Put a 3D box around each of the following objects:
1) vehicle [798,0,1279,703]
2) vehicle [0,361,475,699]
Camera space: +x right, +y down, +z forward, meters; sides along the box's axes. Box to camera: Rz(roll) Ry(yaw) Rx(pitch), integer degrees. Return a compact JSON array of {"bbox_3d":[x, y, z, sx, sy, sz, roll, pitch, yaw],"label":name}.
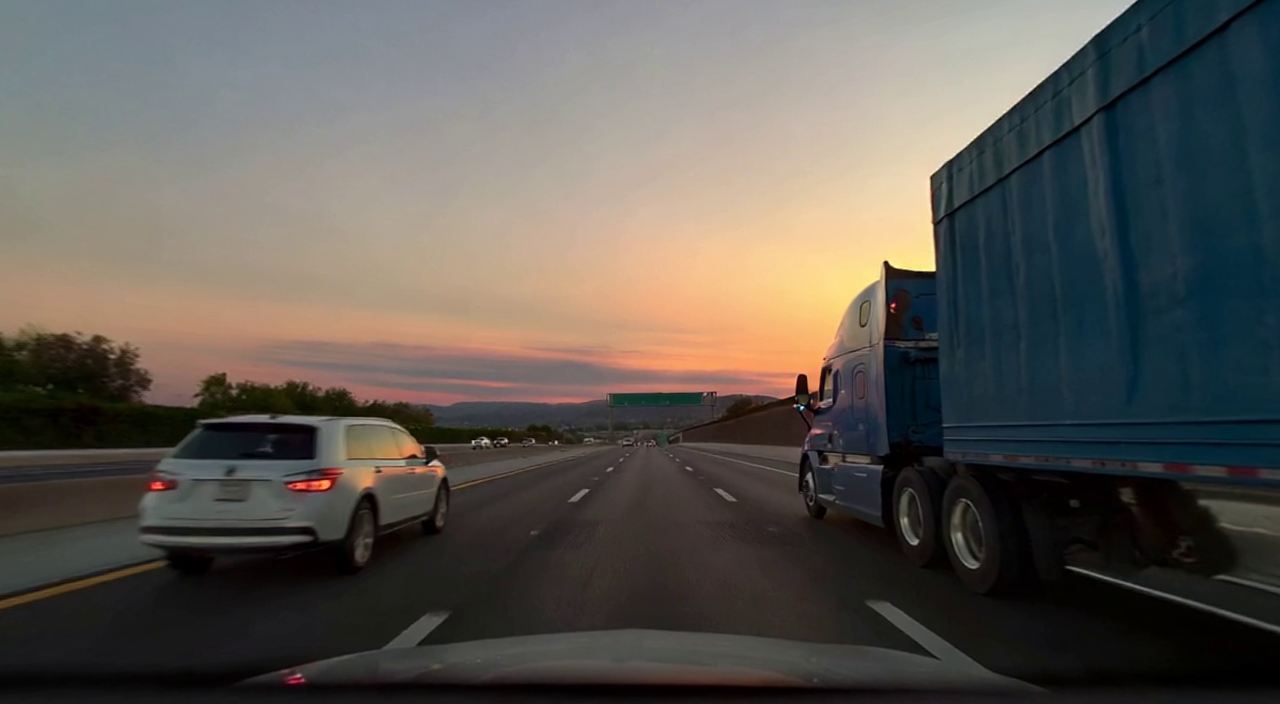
[{"bbox_3d":[3.922,-0.289,2.825,2.989,4.067,13.991,0,-8,1],"label":"vehicle"},{"bbox_3d":[-3.222,1.226,5.606,2.189,1.707,4.692,0,-8,1],"label":"vehicle"}]
